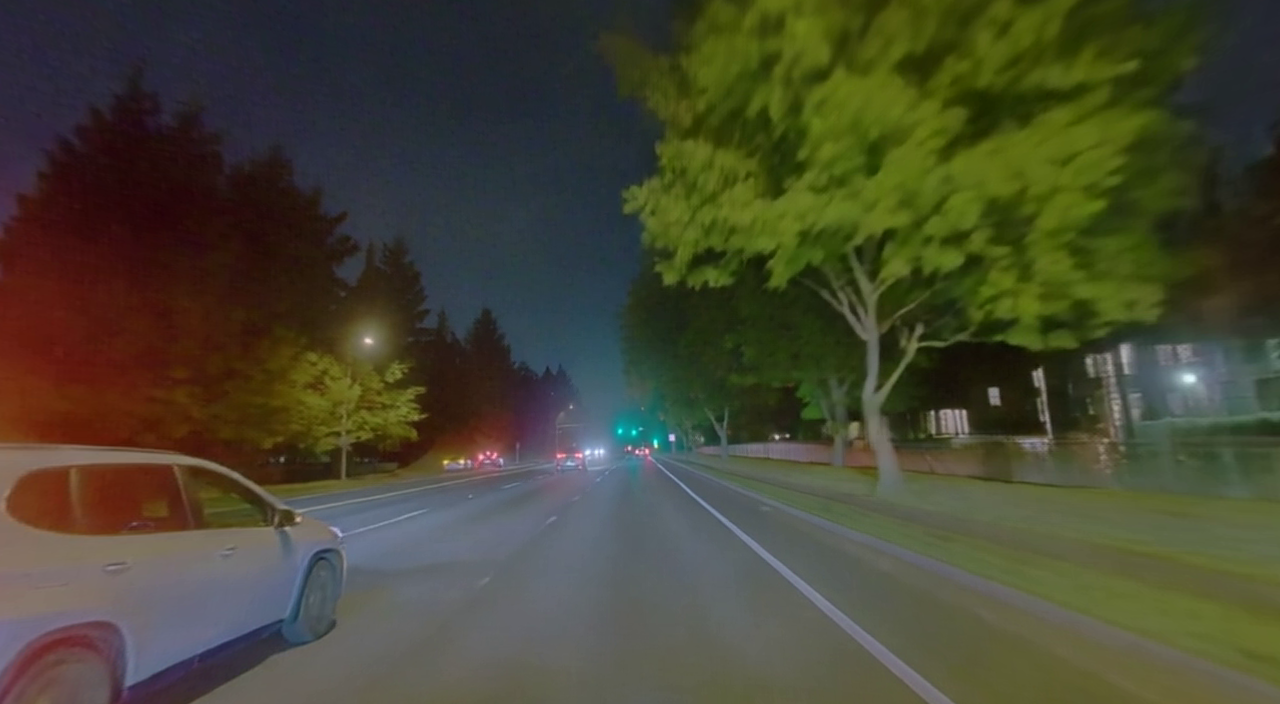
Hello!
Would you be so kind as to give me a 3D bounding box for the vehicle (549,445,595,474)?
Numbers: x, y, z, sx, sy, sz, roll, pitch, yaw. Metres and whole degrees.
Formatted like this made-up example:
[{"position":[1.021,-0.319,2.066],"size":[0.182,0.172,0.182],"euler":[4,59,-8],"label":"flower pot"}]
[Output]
[{"position":[-3.567,5.685,33.711],"size":[1.992,1.447,4.044],"euler":[0,-8,0],"label":"vehicle"}]
